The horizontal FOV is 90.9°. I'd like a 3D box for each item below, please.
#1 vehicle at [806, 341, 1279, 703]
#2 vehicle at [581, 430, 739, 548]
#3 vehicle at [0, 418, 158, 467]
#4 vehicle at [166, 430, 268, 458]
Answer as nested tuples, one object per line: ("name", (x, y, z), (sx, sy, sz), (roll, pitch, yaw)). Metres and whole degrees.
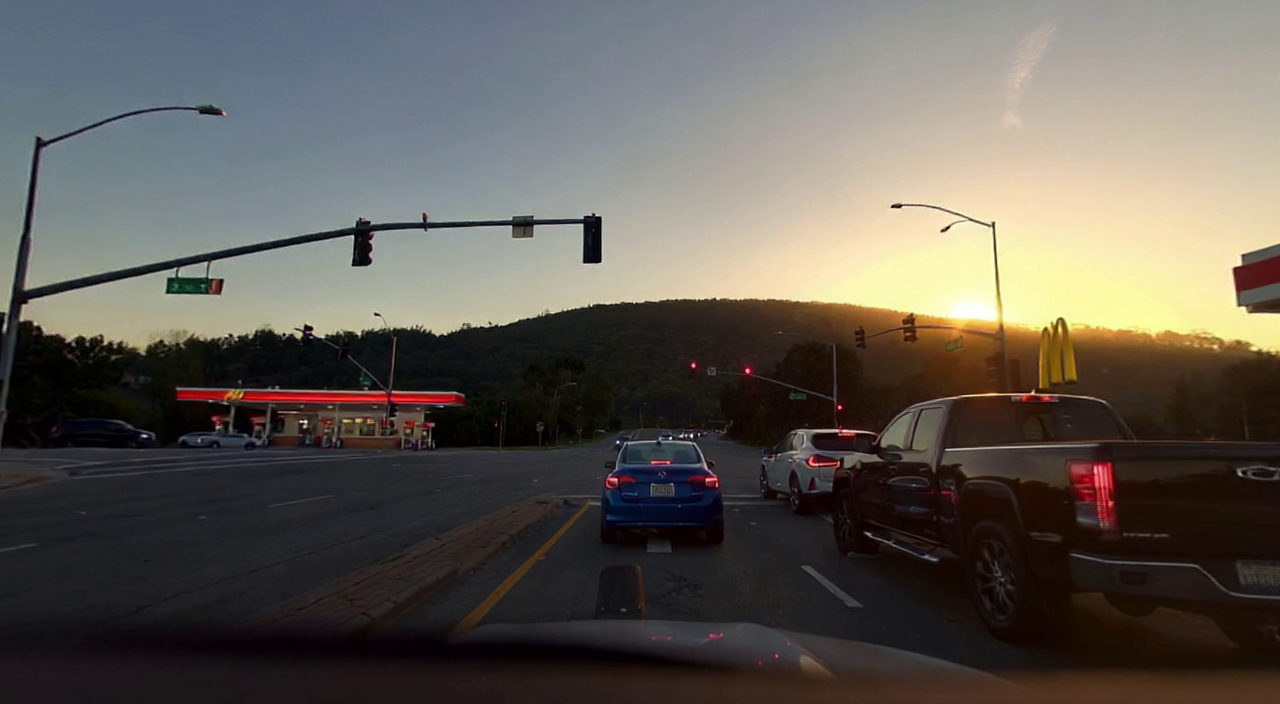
("vehicle", (3.571, 1.316, 6.114), (2.277, 1.871, 6.143), (0, -8, 0))
("vehicle", (0.247, 2.044, 10.053), (2.027, 1.494, 3.824), (0, -8, 0))
("vehicle", (-21.071, 3.365, 23.365), (4.742, 1.720, 2.107), (-1, -8, 4))
("vehicle", (-23.092, 5.034, 34.488), (4.326, 1.420, 1.798), (-1, -8, 4))
